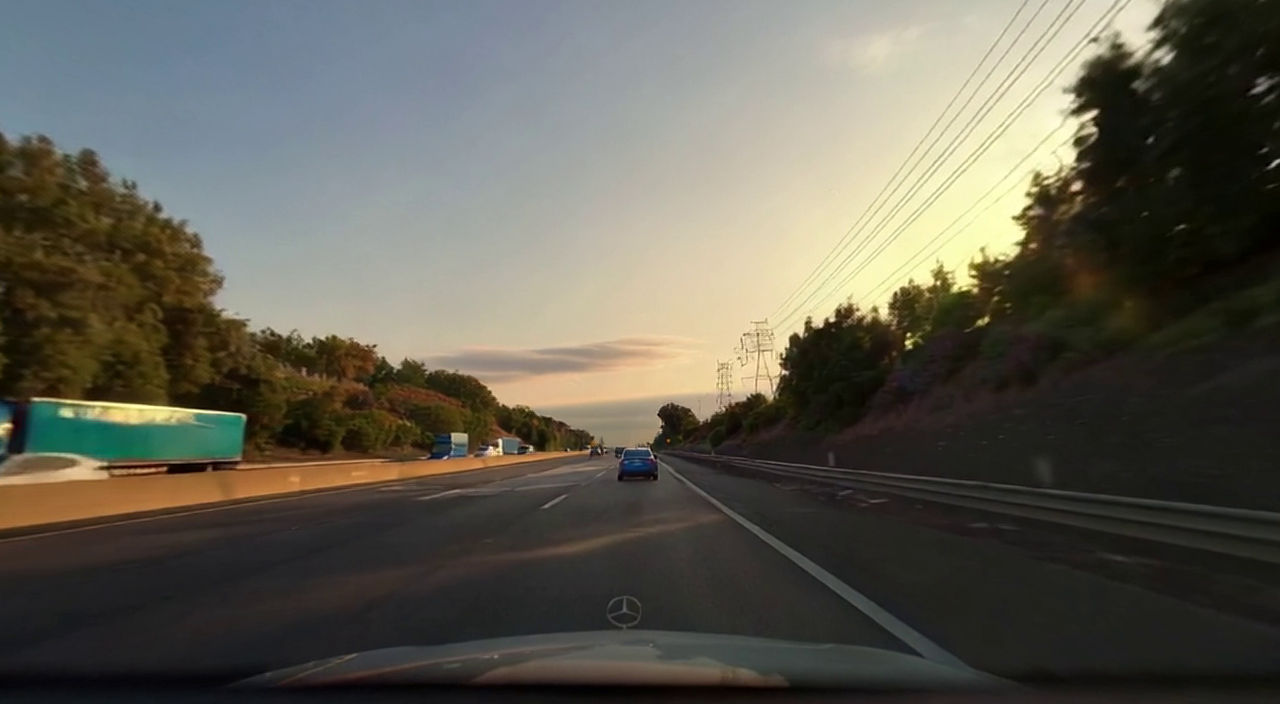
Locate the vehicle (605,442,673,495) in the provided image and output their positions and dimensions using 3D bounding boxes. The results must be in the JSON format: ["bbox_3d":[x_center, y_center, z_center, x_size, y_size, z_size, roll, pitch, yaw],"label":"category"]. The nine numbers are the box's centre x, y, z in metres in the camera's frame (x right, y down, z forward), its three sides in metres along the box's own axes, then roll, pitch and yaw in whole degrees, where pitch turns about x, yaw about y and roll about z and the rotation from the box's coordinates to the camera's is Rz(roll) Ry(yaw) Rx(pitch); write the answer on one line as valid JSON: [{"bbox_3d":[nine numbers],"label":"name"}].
[{"bbox_3d":[-0.053,3.687,20.262,1.966,1.499,4.298,0,-9,-1],"label":"vehicle"}]

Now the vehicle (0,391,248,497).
[{"bbox_3d":[-24.916,4.355,29.239,2.894,3.848,16.526,0,-9,0],"label":"vehicle"}]
